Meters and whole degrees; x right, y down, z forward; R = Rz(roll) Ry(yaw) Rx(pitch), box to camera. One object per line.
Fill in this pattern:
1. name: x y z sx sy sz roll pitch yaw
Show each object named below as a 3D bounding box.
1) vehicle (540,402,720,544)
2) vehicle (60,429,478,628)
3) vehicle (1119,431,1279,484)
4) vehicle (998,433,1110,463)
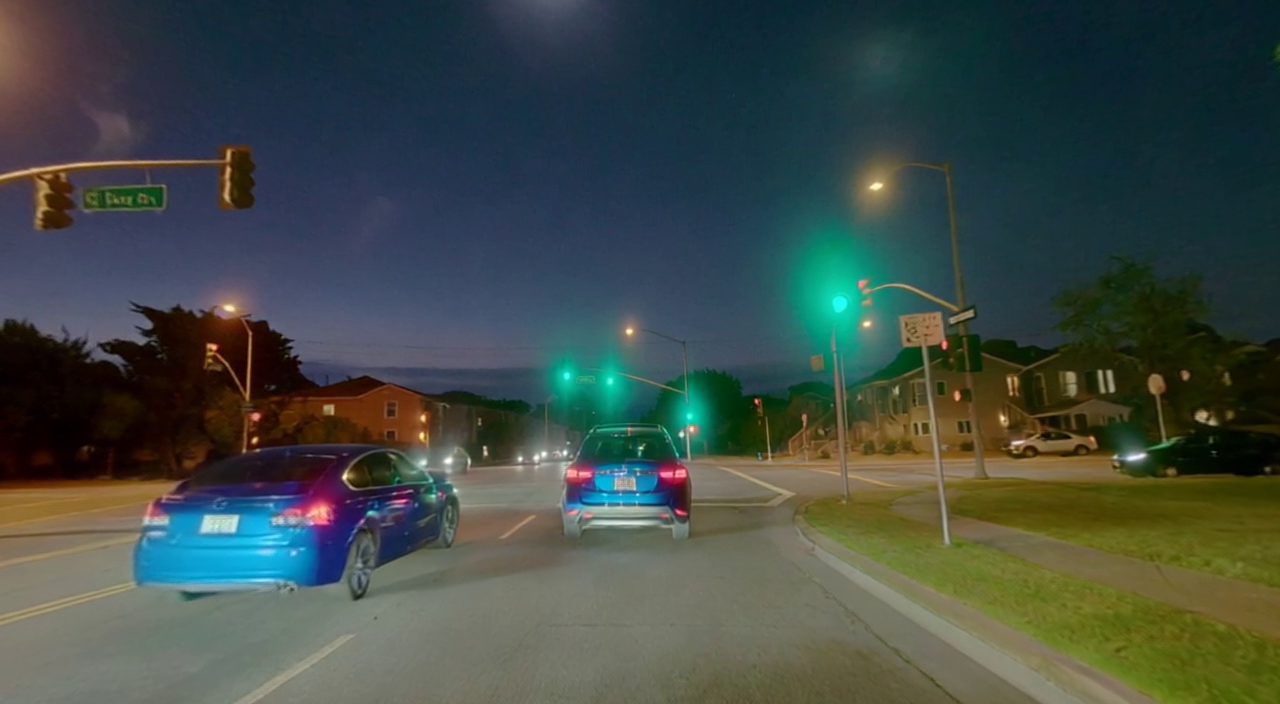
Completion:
1. vehicle: -0.182 1.957 10.850 2.396 1.881 4.606 0 -8 -1
2. vehicle: -3.330 1.643 6.944 1.934 1.459 4.368 0 -8 0
3. vehicle: 17.237 3.048 18.433 4.715 1.439 1.874 -2 -9 14
4. vehicle: 21.357 4.983 32.780 4.353 1.431 1.876 -2 -9 14
